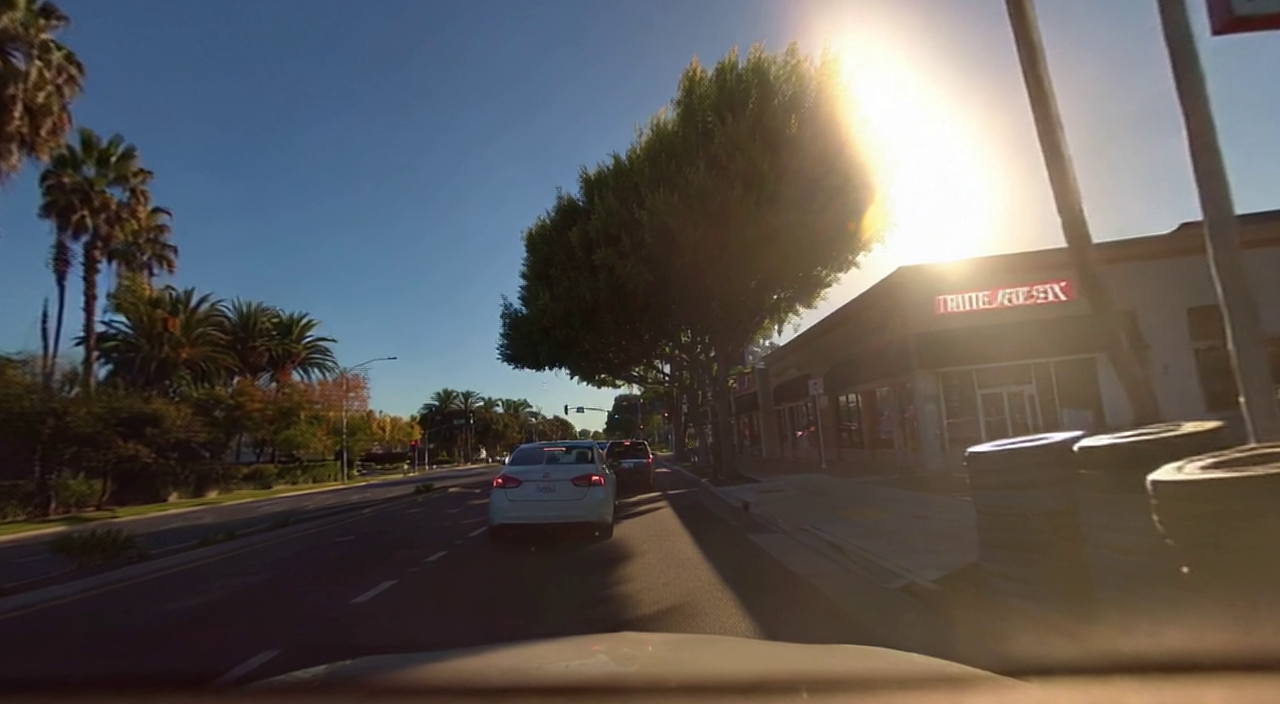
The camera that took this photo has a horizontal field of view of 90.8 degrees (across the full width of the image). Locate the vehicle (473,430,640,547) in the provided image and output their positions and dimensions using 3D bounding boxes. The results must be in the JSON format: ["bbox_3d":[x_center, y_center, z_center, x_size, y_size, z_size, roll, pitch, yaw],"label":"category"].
[{"bbox_3d":[-1.107,2.073,10.290,2.169,1.495,4.048,0,-8,-1],"label":"vehicle"}]
